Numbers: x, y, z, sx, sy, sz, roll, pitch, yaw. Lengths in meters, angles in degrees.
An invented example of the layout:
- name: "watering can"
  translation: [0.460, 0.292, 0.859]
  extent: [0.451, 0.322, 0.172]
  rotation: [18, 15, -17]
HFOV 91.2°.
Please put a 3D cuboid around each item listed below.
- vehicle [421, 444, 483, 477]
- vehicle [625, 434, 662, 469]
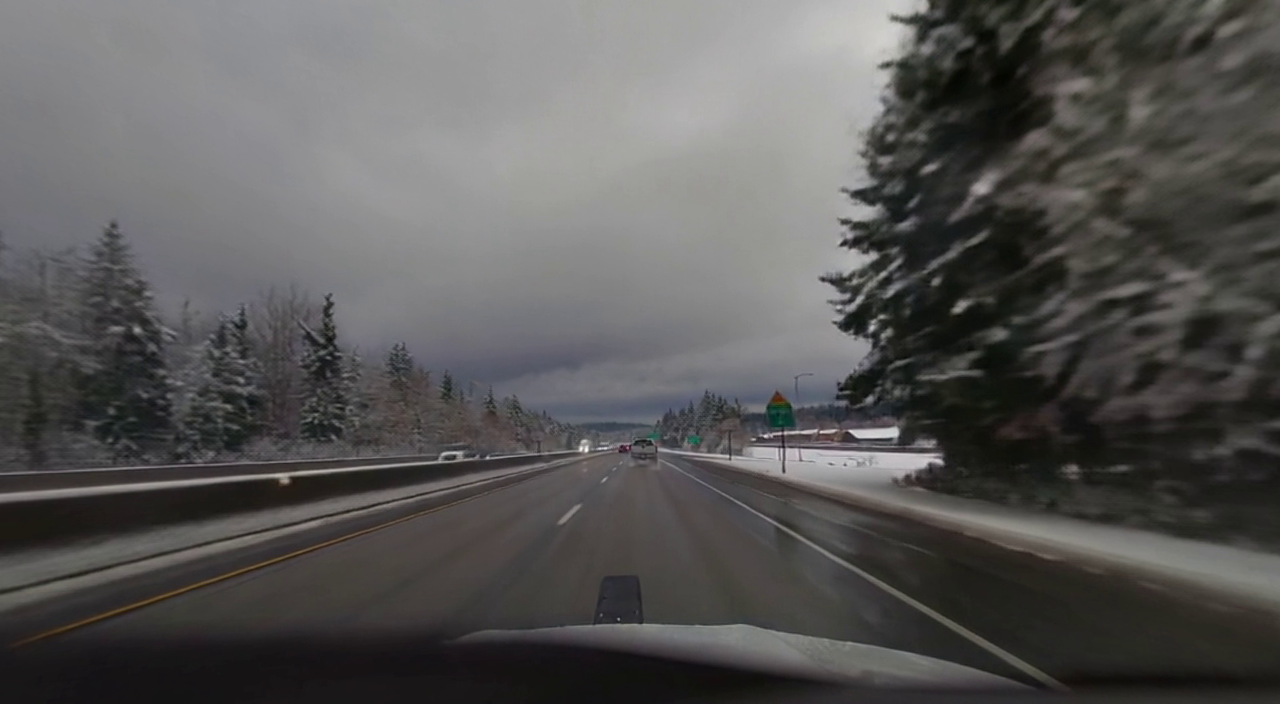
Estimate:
- name: "vehicle"
  translation: [-12.160, 7.055, 41.029]
  extent: [2.243, 1.979, 5.607]
  rotation: [-1, -9, 1]
- name: "vehicle"
  translation: [0.251, 6.421, 40.496]
  extent: [2.268, 2.122, 4.595]
  rotation: [-1, -9, 1]
